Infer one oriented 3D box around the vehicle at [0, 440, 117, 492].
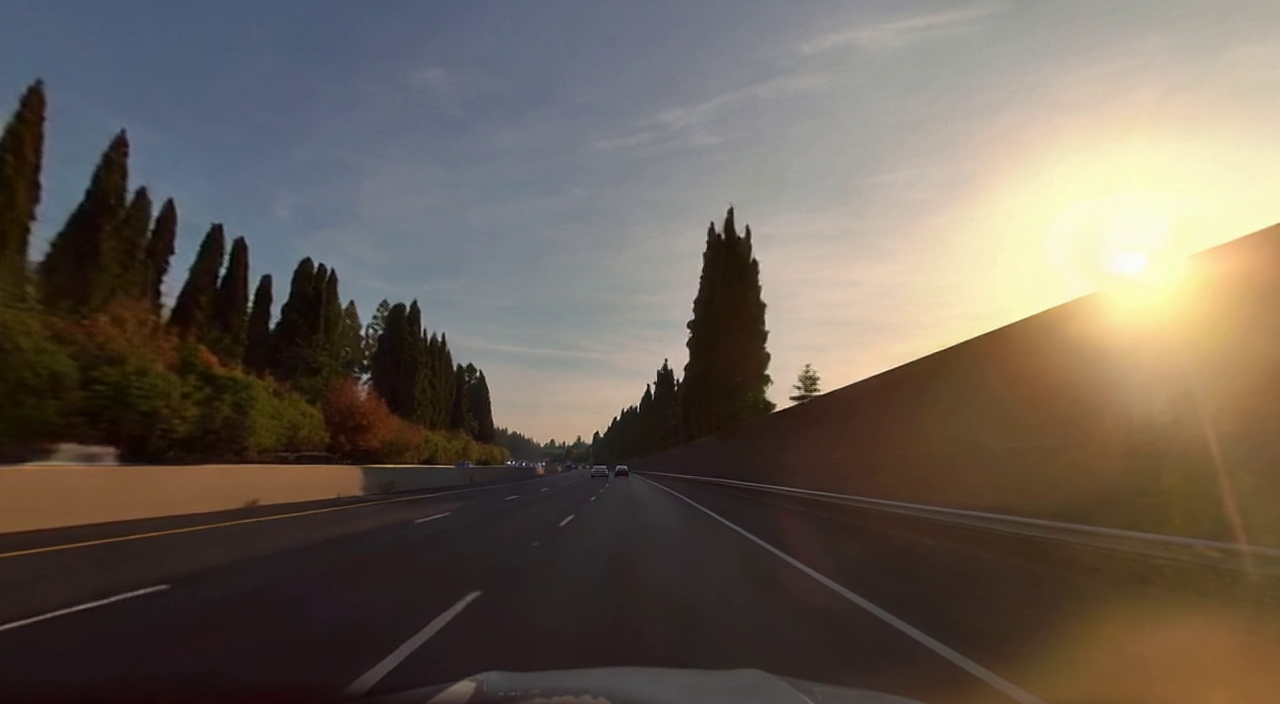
[{"bbox_3d":[-20.675,3.861,21.367,1.979,1.590,4.456,1,-10,-1],"label":"vehicle"}]
